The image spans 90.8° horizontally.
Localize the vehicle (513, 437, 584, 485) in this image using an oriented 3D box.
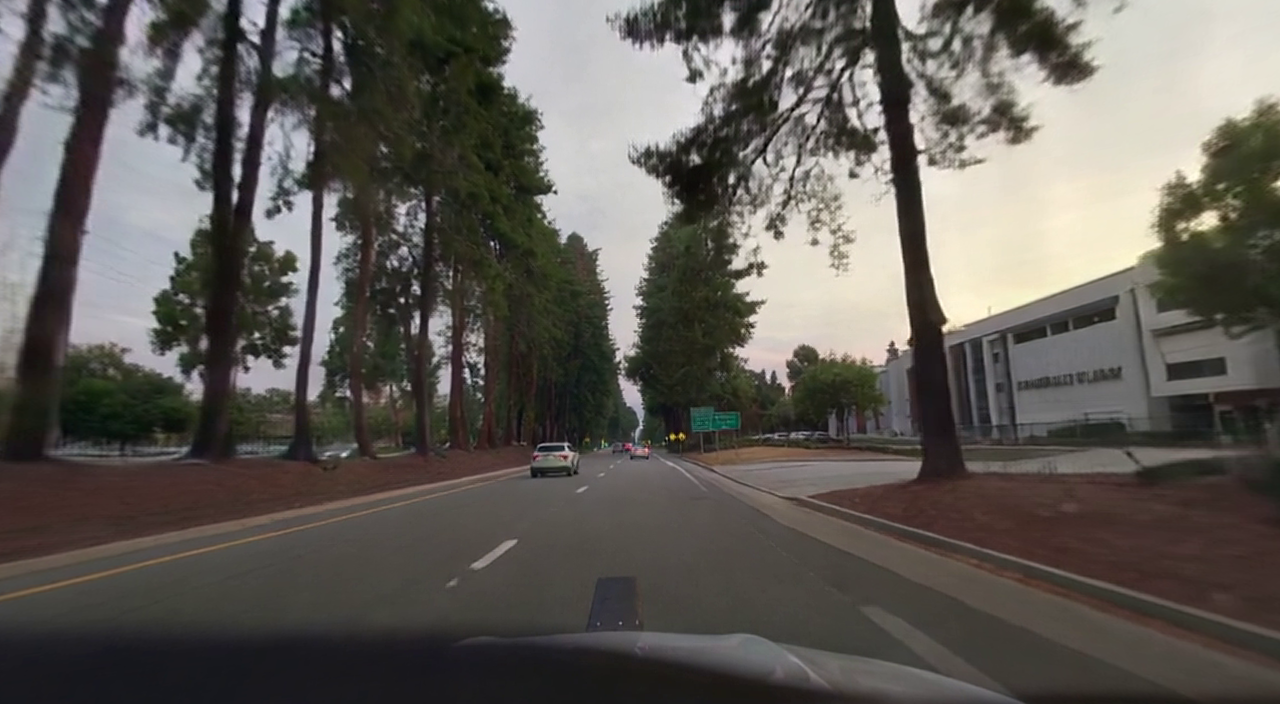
[{"bbox_3d":[-3.295,4.019,23.550,1.942,1.588,4.172,0,-9,1],"label":"vehicle"}]
